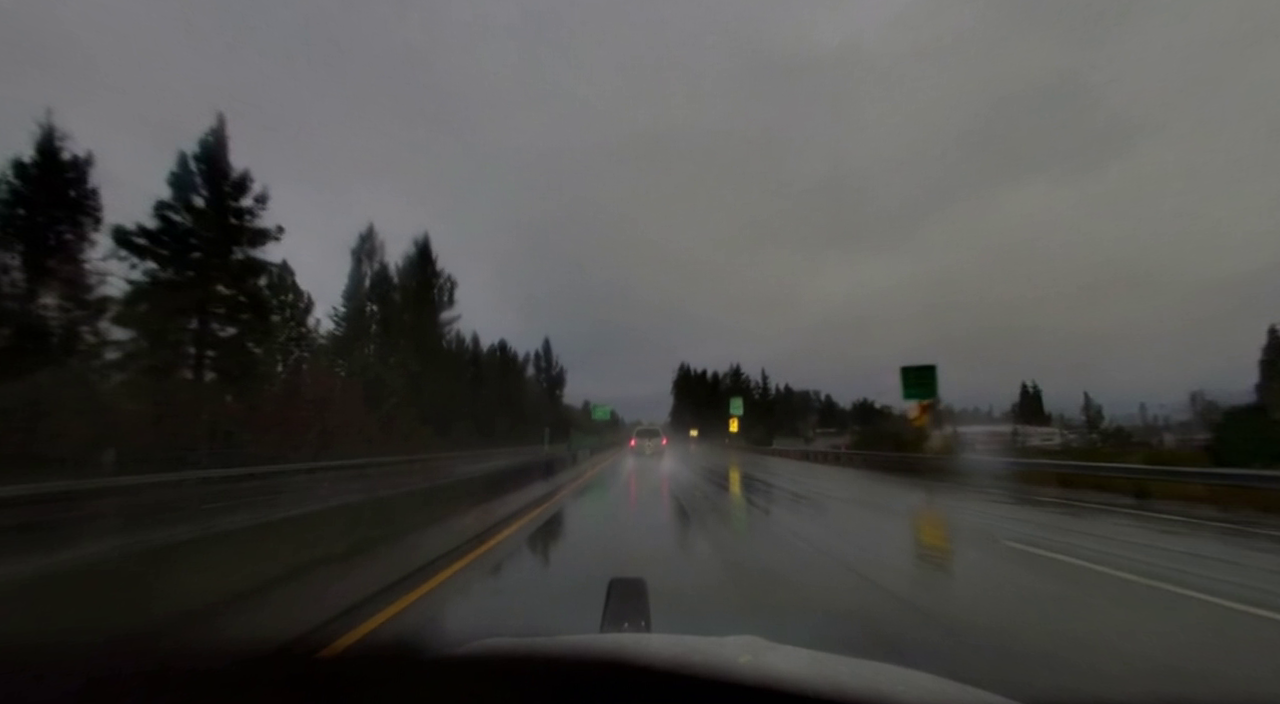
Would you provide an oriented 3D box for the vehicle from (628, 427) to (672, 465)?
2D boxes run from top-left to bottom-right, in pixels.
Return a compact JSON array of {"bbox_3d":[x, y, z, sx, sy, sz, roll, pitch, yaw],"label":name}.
[{"bbox_3d":[0.545,5.151,34.598,2.301,1.944,4.554,0,-8,1],"label":"vehicle"}]
